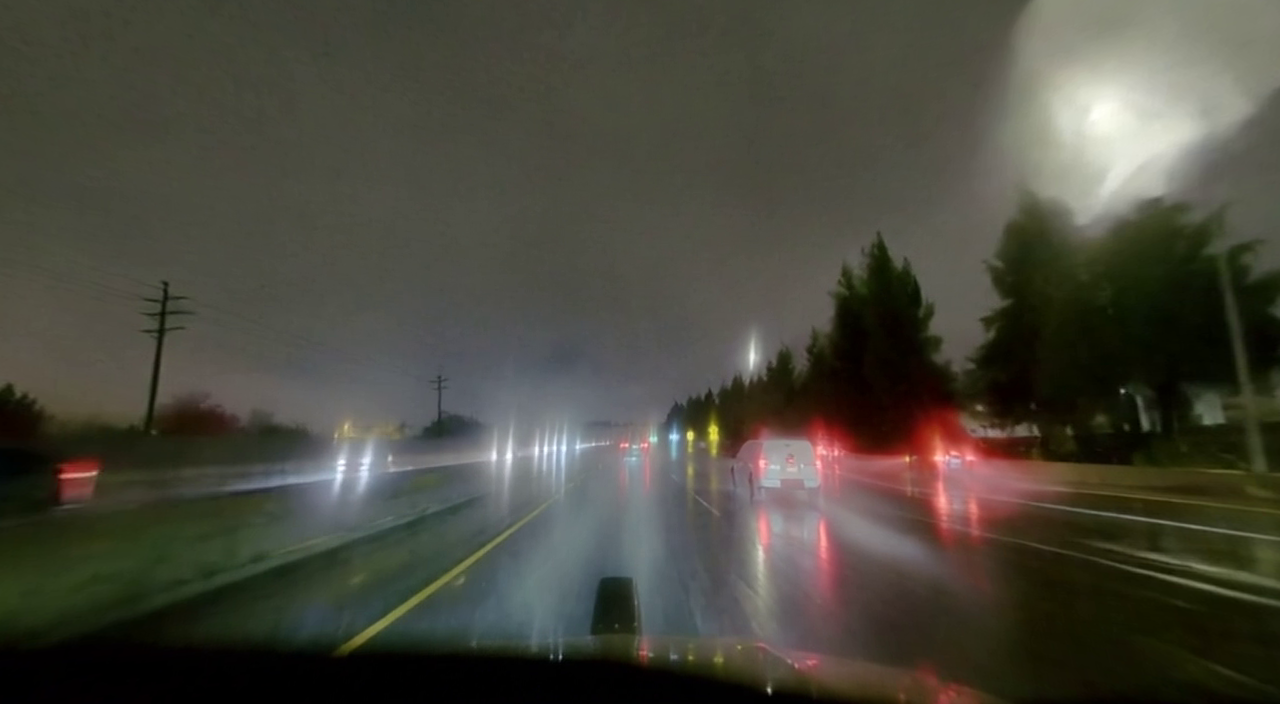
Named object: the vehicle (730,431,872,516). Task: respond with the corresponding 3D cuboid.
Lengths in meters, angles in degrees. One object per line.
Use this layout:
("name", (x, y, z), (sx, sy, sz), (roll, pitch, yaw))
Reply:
("vehicle", (3.361, 2.623, 14.136), (2.018, 1.600, 4.121), (0, -9, -1))

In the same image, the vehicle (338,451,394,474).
("vehicle", (-18.690, 7.526, 43.341), (1.853, 1.450, 4.514), (0, -9, 0))

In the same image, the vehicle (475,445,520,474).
("vehicle", (-8.295, 6.259, 37.127), (1.766, 1.536, 3.855), (0, -8, -1))
